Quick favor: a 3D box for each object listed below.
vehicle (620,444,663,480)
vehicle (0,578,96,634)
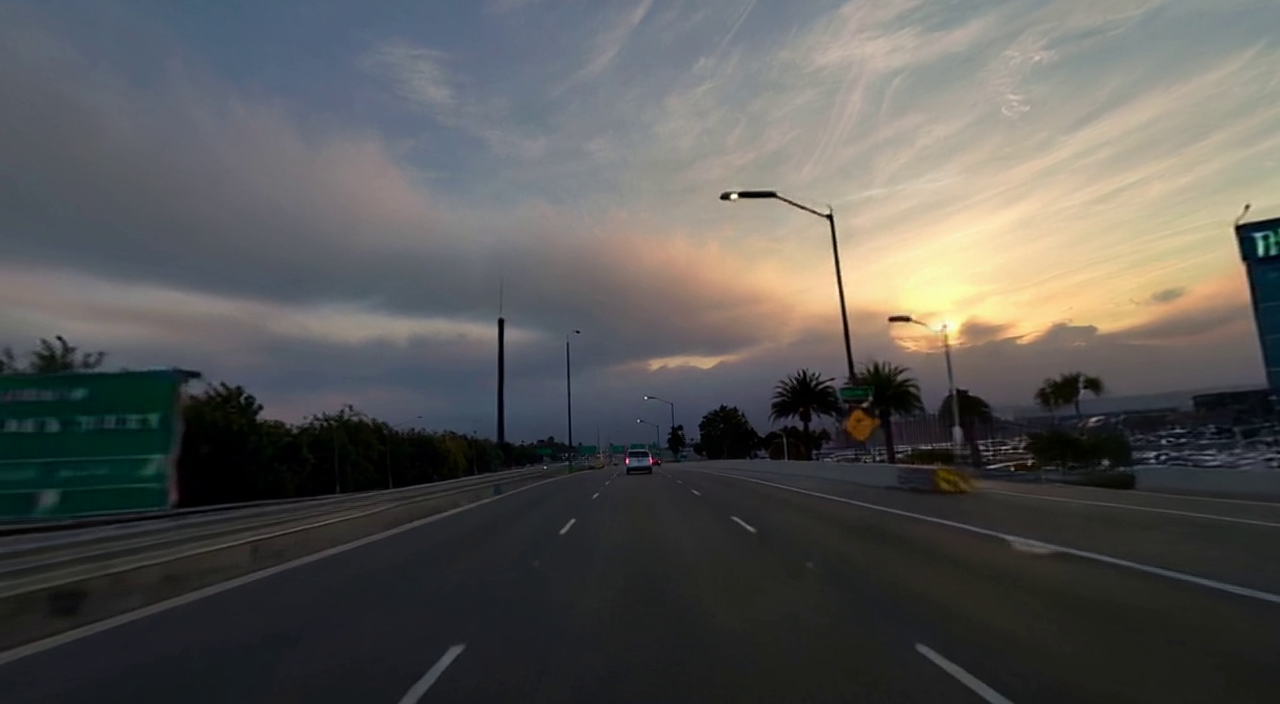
[{"bbox_3d":[0.039,5.742,33.115,2.089,1.718,4.193,0,-9,-1],"label":"vehicle"},{"bbox_3d":[-30.397,12.394,30.741,2.309,1.963,5.918,0,-14,-1],"label":"vehicle"}]
